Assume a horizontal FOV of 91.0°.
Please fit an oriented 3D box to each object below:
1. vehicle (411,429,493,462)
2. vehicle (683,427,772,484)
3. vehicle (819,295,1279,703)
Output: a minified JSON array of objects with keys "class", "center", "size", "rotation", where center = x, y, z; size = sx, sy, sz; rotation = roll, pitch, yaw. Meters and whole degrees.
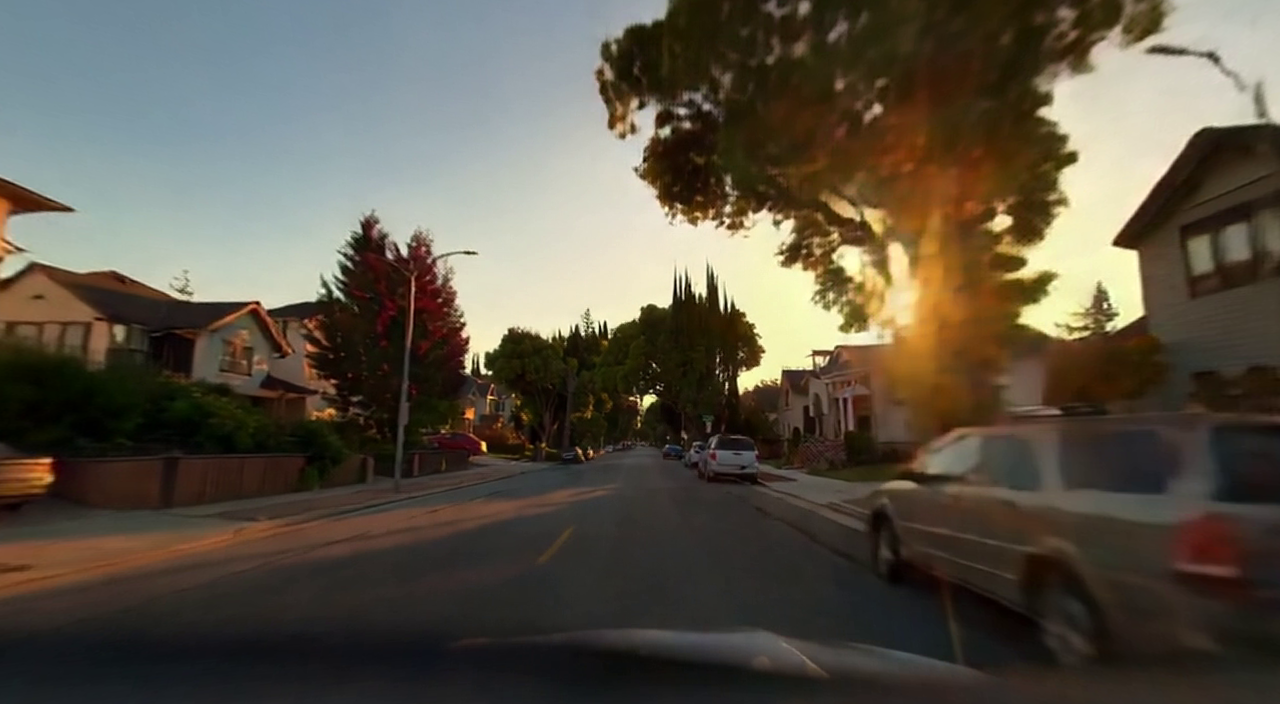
[{"class":"vehicle","center":[-13.177,6.570,44.337],"size":[4.837,1.897,2.228],"rotation":[4,-8,5]},{"class":"vehicle","center":[3.711,4.623,28.515],"size":[2.952,2.216,7.033],"rotation":[0,-8,0]},{"class":"vehicle","center":[3.465,1.134,4.824],"size":[2.370,1.905,6.081],"rotation":[0,-8,0]}]
